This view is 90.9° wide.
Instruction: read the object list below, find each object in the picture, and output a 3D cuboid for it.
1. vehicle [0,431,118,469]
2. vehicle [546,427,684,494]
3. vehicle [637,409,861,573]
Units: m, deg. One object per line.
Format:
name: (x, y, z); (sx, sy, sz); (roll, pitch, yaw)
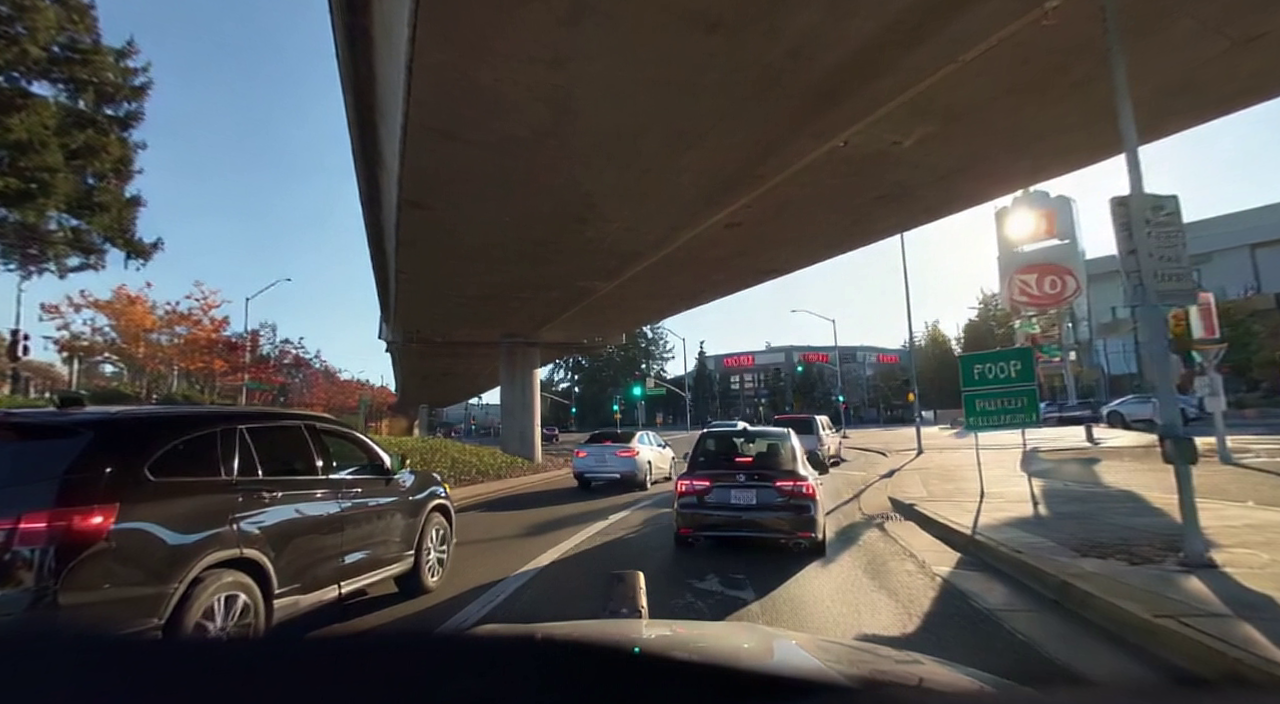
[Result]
vehicle: (-33.221, 5.504, 35.382); (5.457, 2.021, 2.213); (2, -9, -14)
vehicle: (-0.465, 2.851, 16.960); (2.214, 1.519, 4.704); (-3, -9, 18)
vehicle: (1.469, 1.689, 8.487); (2.195, 1.571, 4.353); (-2, -9, 11)
